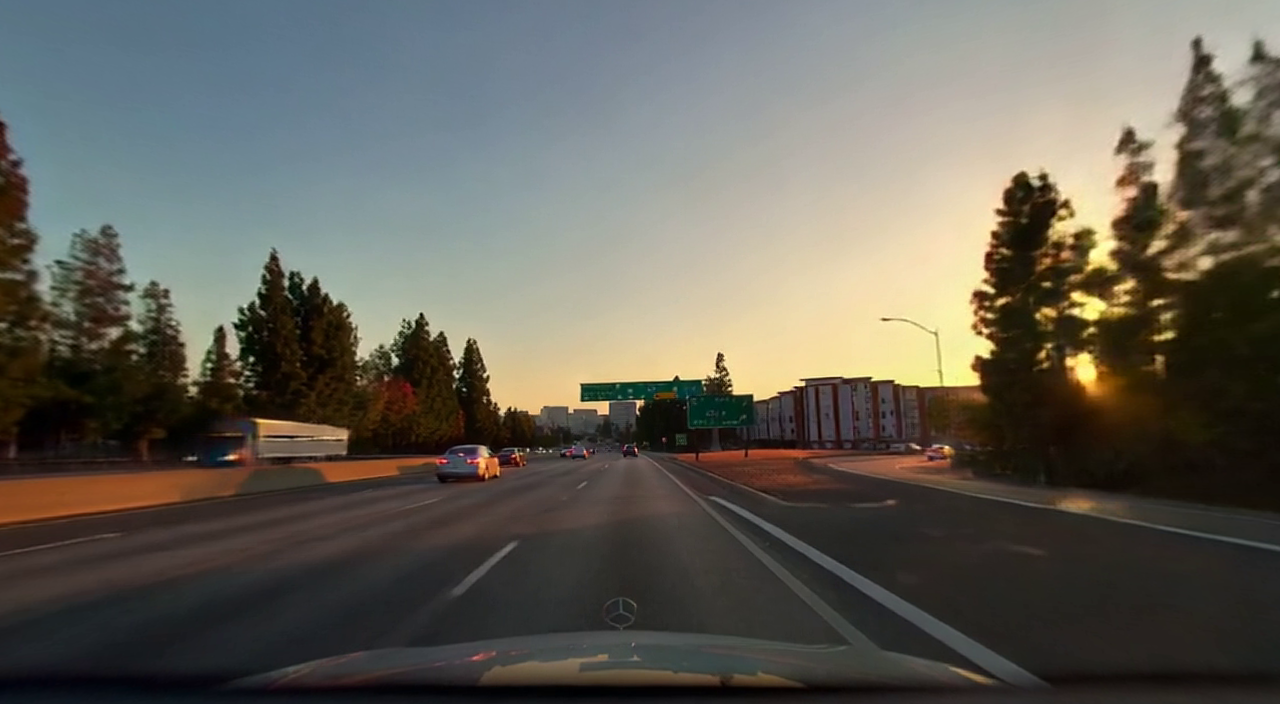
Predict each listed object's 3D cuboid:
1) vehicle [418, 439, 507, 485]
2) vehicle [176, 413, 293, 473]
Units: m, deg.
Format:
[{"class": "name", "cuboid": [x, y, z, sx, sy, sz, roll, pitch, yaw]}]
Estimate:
[{"class": "vehicle", "cuboid": [-6.746, 4.222, 24.586, 2.016, 1.606, 4.806, 0, -9, 0]}, {"class": "vehicle", "cuboid": [-29.521, 6.727, 46.615, 3.026, 3.990, 8.606, 0, -9, -2]}]
